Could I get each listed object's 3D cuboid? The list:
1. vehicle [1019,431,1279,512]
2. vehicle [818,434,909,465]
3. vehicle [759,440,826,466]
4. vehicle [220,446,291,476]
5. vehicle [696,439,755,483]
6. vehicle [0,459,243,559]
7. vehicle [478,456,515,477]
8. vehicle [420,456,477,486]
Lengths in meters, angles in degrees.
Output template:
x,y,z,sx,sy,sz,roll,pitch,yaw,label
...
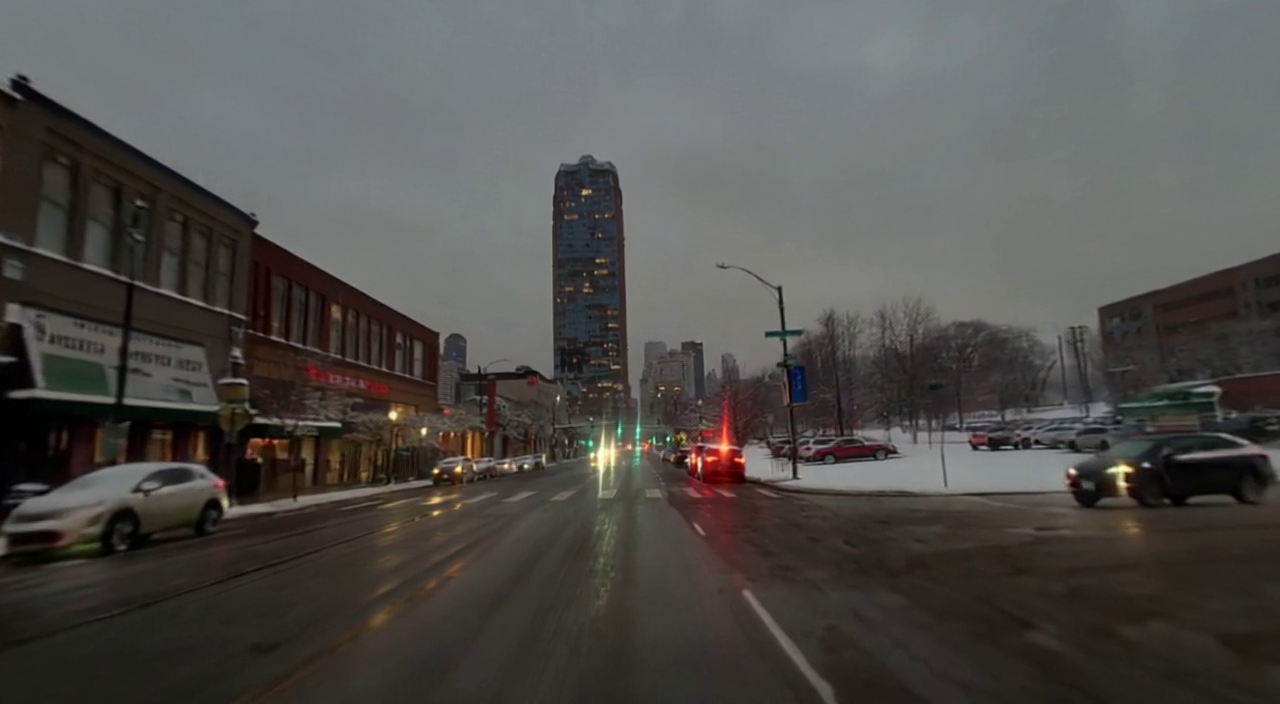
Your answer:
x,y,z,sx,sy,sz,roll,pitch,yaw,label
10.698,2.391,12.934,4.611,1.494,1.982,0,-8,-3,vehicle
13.484,5.905,38.338,4.732,1.746,2.141,0,-8,1,vehicle
10.360,6.885,43.156,4.018,1.645,1.875,1,-8,-5,vehicle
-22.587,6.369,37.276,1.778,1.639,4.019,0,-8,-3,vehicle
3.745,4.869,28.604,2.118,1.779,5.121,0,-8,2,vehicle
-10.962,3.219,13.648,1.943,1.713,4.153,-1,-8,2,vehicle
-11.017,8.799,48.835,1.861,1.473,4.633,0,-8,-1,vehicle
-11.058,6.874,36.871,2.018,1.553,4.407,0,-8,-1,vehicle
